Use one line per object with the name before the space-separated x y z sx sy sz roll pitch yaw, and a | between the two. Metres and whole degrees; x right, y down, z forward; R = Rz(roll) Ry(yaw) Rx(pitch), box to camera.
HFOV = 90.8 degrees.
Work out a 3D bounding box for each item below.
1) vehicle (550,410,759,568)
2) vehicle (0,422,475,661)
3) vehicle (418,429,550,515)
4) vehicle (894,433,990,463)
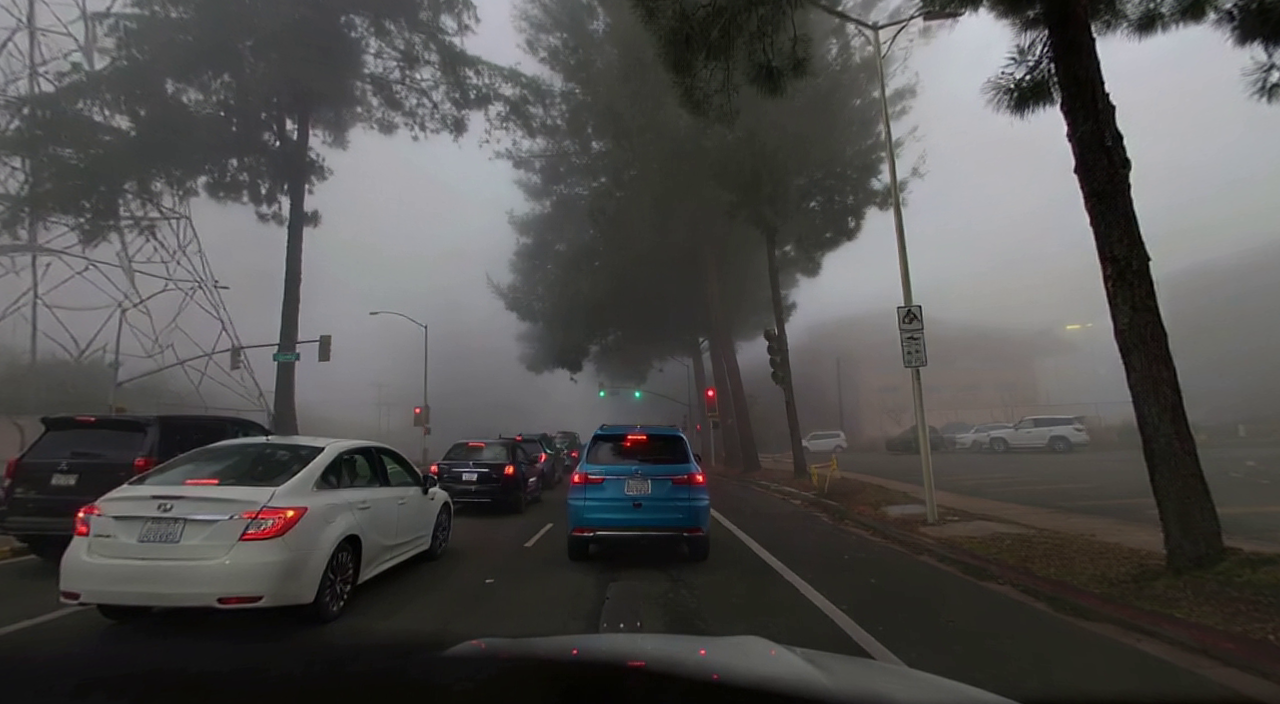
vehicle | 0.087 1.775 8.943 2.239 1.661 4.224 0 -8 -2
vehicle | -3.171 1.517 6.255 1.973 1.469 4.448 0 -8 -1
vehicle | -3.265 2.579 14.038 1.997 1.636 3.760 0 -8 -1
vehicle | 15.098 4.809 31.718 3.858 1.437 1.899 0 -8 -4
